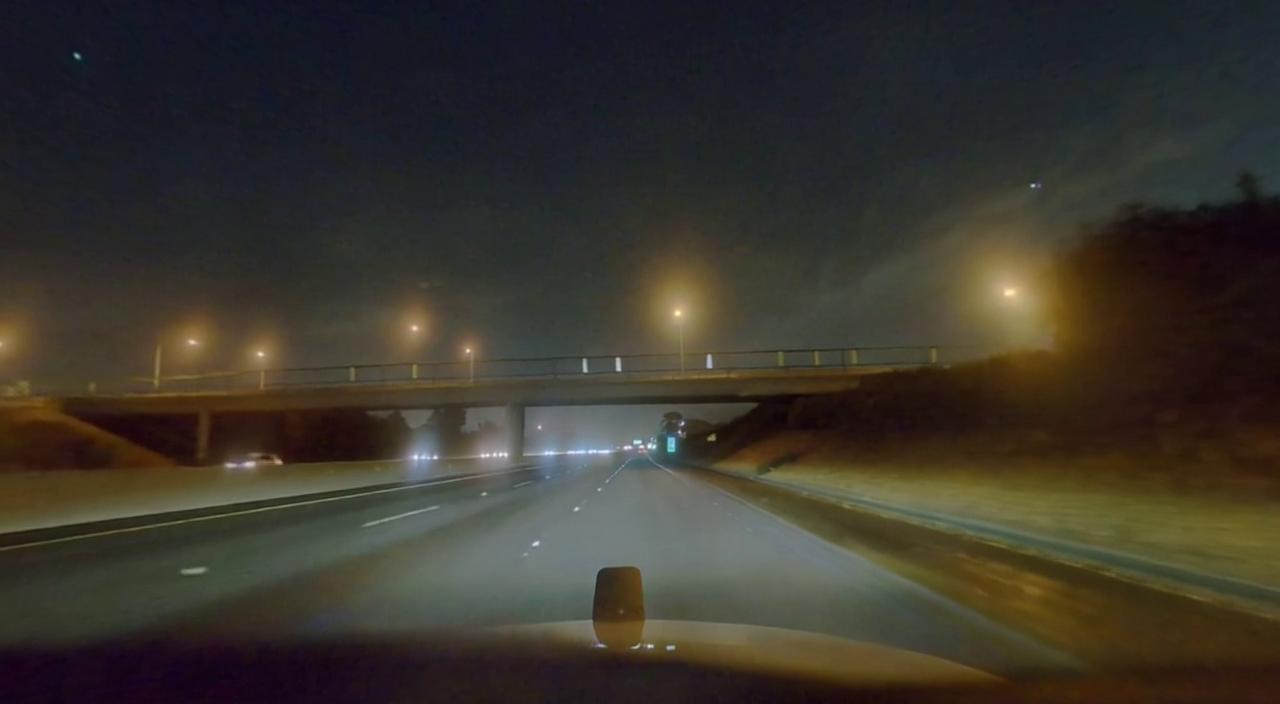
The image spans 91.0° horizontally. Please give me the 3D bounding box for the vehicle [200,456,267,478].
[{"bbox_3d":[-32.025,9.049,49.779,1.926,1.548,4.905,0,-9,1],"label":"vehicle"}]
